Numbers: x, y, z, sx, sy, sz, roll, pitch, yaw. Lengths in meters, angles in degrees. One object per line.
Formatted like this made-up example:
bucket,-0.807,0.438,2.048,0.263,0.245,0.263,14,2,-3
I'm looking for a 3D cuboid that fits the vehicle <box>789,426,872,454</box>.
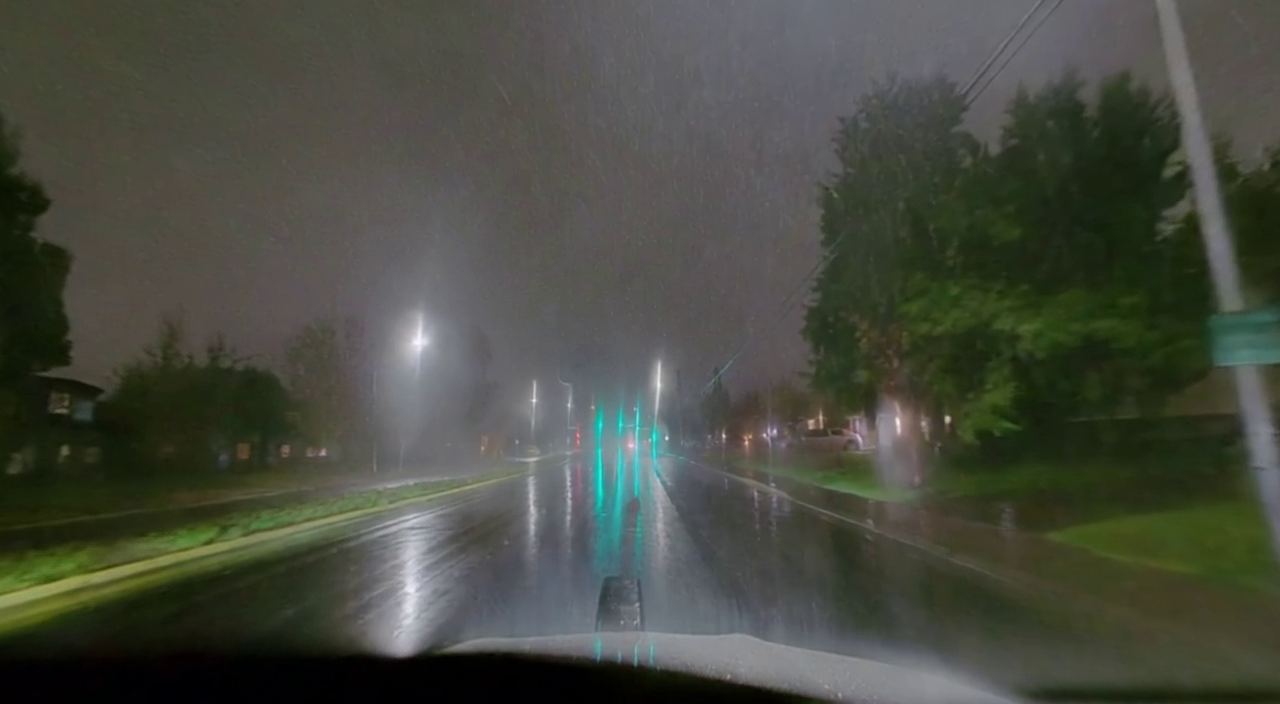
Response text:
vehicle,11.851,5.537,39.552,4.545,1.680,2.001,-1,-8,4
